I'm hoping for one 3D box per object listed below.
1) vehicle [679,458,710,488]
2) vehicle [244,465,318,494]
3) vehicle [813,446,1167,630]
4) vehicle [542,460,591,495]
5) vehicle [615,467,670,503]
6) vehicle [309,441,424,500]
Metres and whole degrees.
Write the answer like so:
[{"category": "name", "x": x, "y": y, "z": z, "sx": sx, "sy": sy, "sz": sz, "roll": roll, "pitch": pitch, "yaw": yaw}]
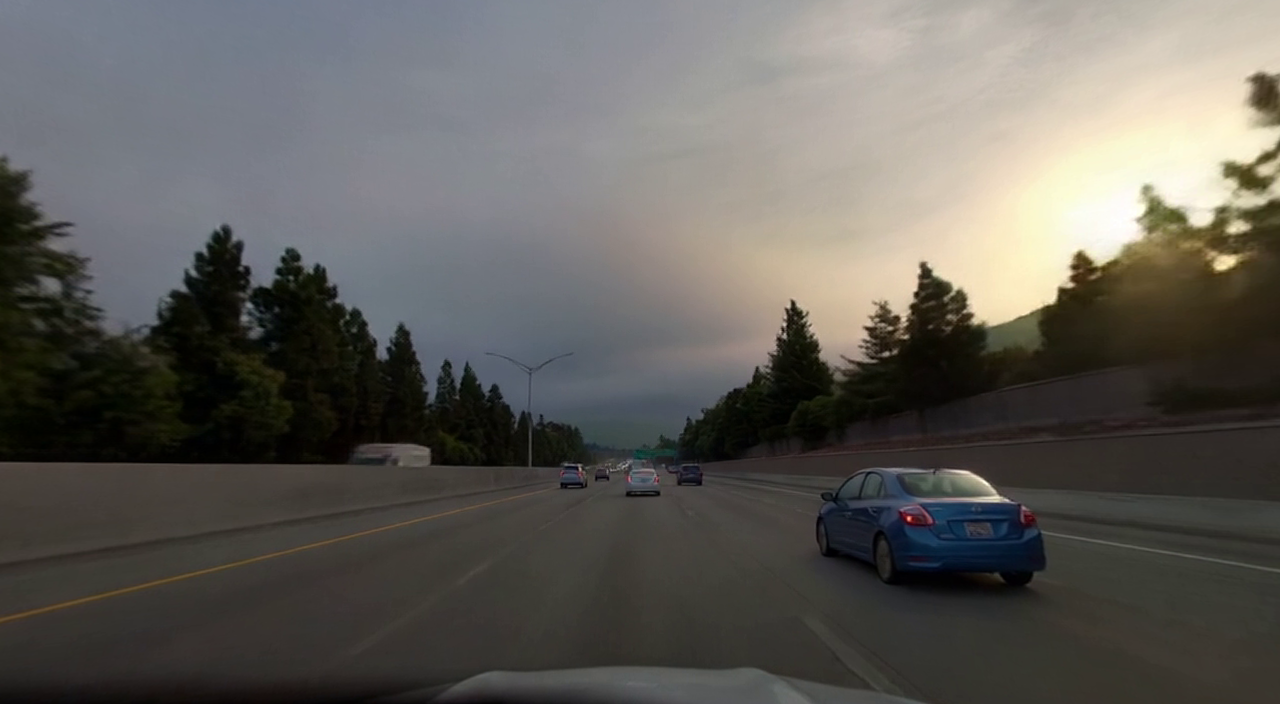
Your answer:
[{"category": "vehicle", "x": 4.203, "y": 9.429, "z": 49.300, "sx": 2.030, "sy": 2.172, "sz": 3.621, "roll": 1, "pitch": -10, "yaw": -2}, {"category": "vehicle", "x": -23.614, "y": 8.412, "z": 41.681, "sx": 2.026, "sy": 1.765, "sz": 4.751, "roll": 1, "pitch": -10, "yaw": 1}, {"category": "vehicle", "x": 3.591, "y": 1.980, "z": 7.466, "sx": 1.938, "sy": 1.561, "sz": 3.786, "roll": 1, "pitch": -10, "yaw": -1}, {"category": "vehicle", "x": -3.873, "y": 6.737, "z": 33.916, "sx": 2.021, "sy": 1.706, "sz": 4.247, "roll": 0, "pitch": -10, "yaw": 1}, {"category": "vehicle", "x": 0.115, "y": 5.718, "z": 27.370, "sx": 2.241, "sy": 1.425, "sz": 3.973, "roll": 1, "pitch": -10, "yaw": 0}, {"category": "vehicle", "x": -11.789, "y": 5.202, "z": 27.784, "sx": 2.405, "sy": 2.304, "sz": 5.694, "roll": 1, "pitch": -10, "yaw": 0}]
